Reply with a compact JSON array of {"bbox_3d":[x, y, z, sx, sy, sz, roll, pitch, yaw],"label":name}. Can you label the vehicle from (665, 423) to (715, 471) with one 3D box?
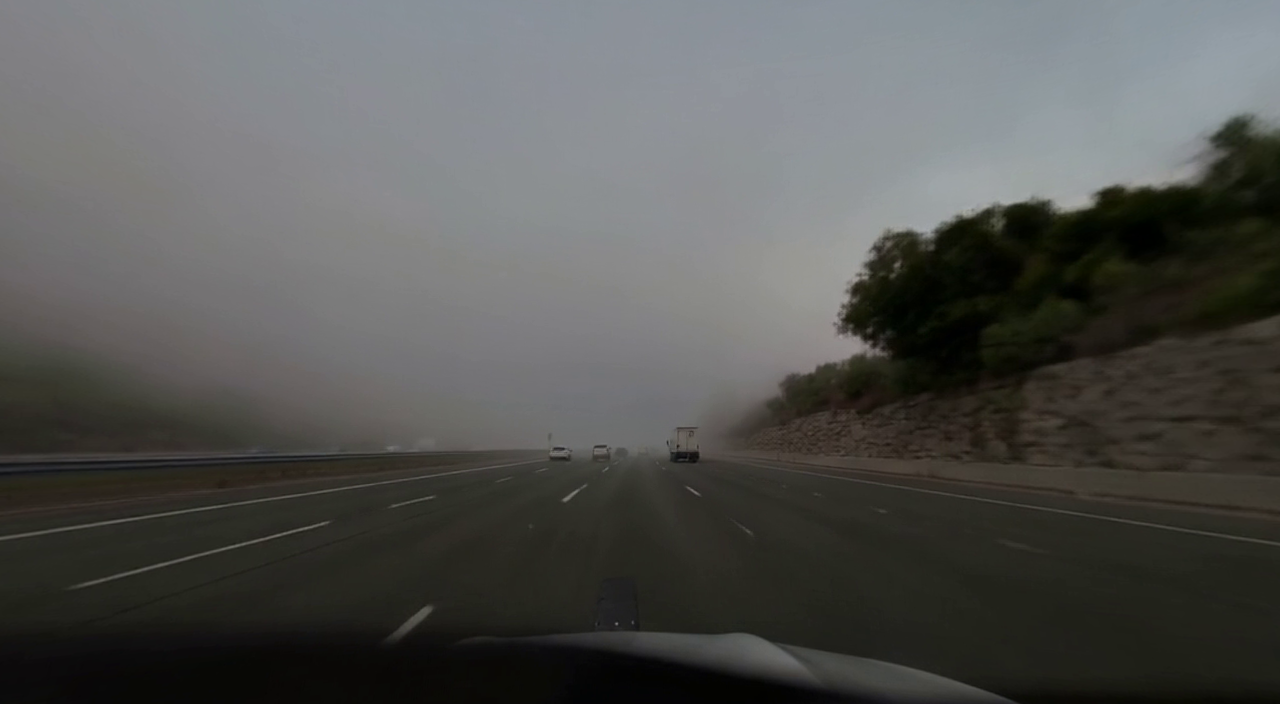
[{"bbox_3d":[3.470,6.889,45.724,2.795,3.187,7.205,0,-9,-2],"label":"vehicle"}]
